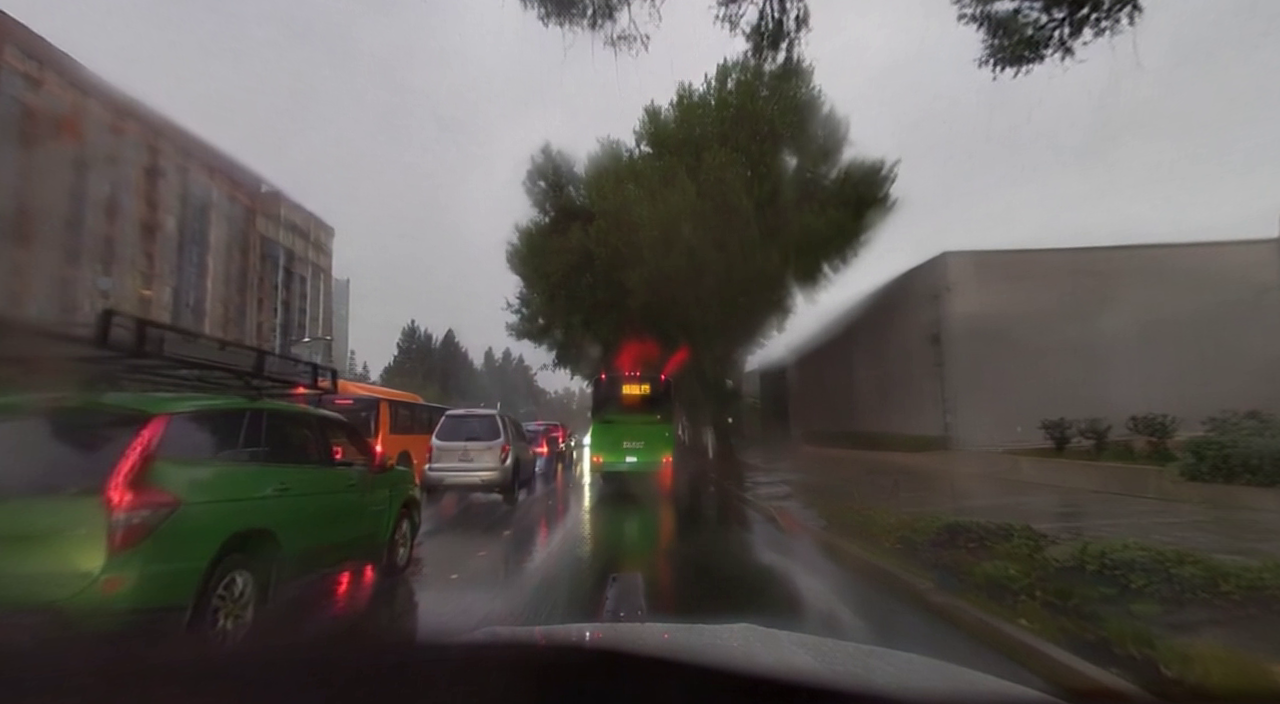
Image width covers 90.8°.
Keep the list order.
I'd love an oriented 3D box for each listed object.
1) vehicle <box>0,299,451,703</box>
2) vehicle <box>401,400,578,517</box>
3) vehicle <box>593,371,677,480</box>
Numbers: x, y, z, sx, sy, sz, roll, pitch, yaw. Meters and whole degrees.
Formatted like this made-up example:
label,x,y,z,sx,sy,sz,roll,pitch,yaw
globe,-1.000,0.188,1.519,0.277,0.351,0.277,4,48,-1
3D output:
label,x,y,z,sx,sy,sz,roll,pitch,yaw
vehicle,-3.378,1.085,5.116,2.095,1.892,5.043,0,-9,0
vehicle,-3.060,2.405,14.636,2.546,2.125,5.869,0,-9,1
vehicle,-0.220,3.507,28.636,2.970,3.857,12.200,0,-9,0
